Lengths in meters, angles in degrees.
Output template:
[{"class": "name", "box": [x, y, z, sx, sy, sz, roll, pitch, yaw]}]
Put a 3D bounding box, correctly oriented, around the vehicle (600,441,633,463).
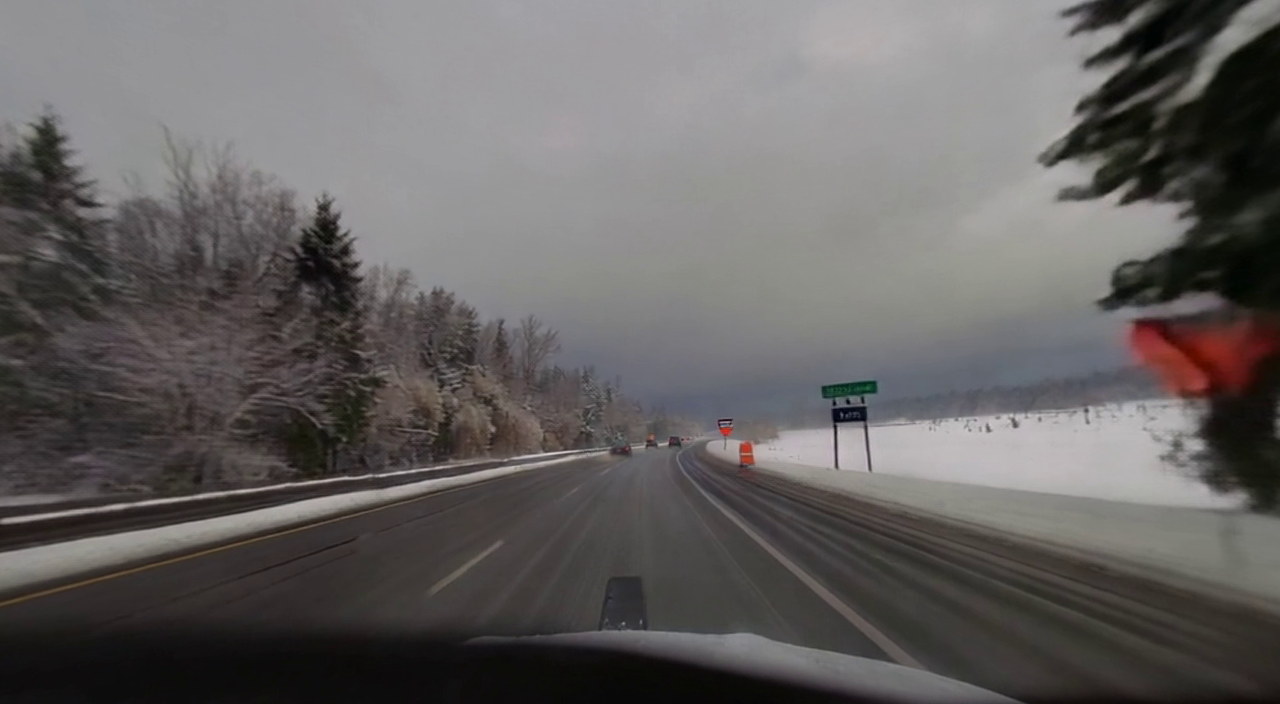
[{"class": "vehicle", "box": [-1.652, 7.232, 45.848, 2.118, 1.475, 4.263, 0, -8, 1]}]
